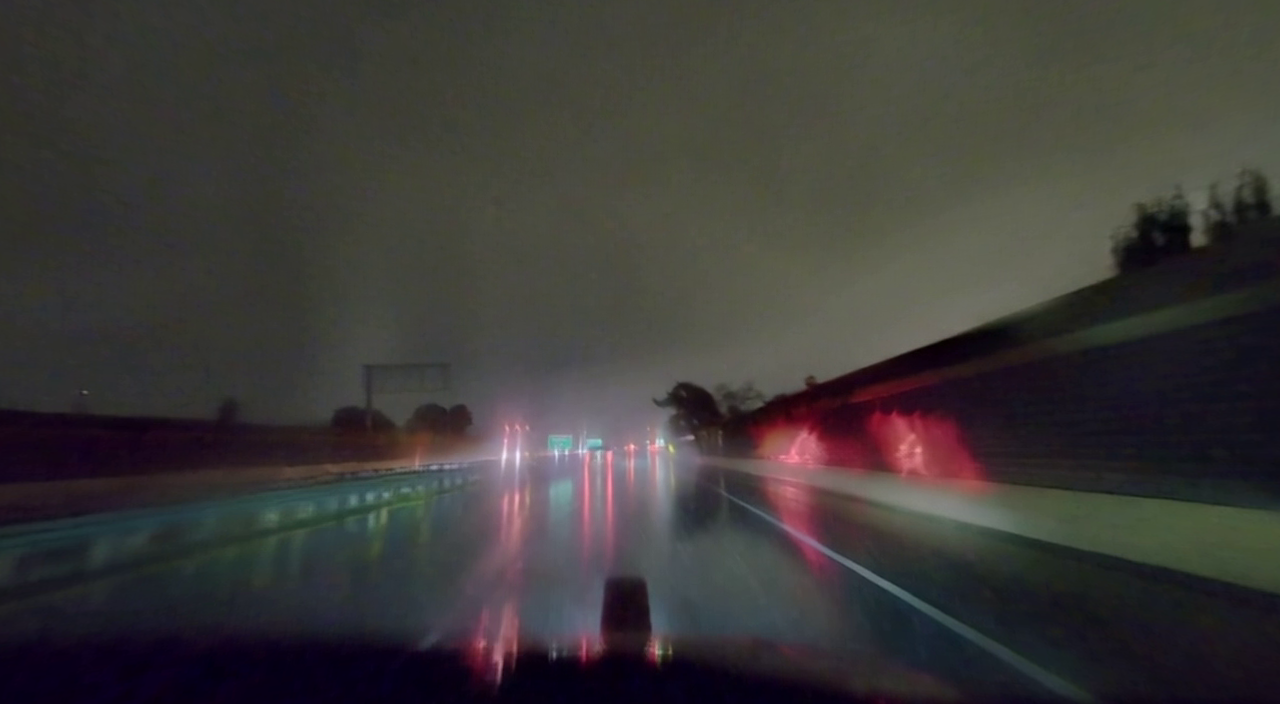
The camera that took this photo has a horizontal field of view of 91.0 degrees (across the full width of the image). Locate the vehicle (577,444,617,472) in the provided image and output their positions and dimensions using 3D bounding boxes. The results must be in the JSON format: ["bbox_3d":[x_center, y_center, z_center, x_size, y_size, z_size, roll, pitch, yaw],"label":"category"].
[{"bbox_3d":[-2.459,6.172,36.788,2.050,1.530,4.144,0,-8,0],"label":"vehicle"}]
